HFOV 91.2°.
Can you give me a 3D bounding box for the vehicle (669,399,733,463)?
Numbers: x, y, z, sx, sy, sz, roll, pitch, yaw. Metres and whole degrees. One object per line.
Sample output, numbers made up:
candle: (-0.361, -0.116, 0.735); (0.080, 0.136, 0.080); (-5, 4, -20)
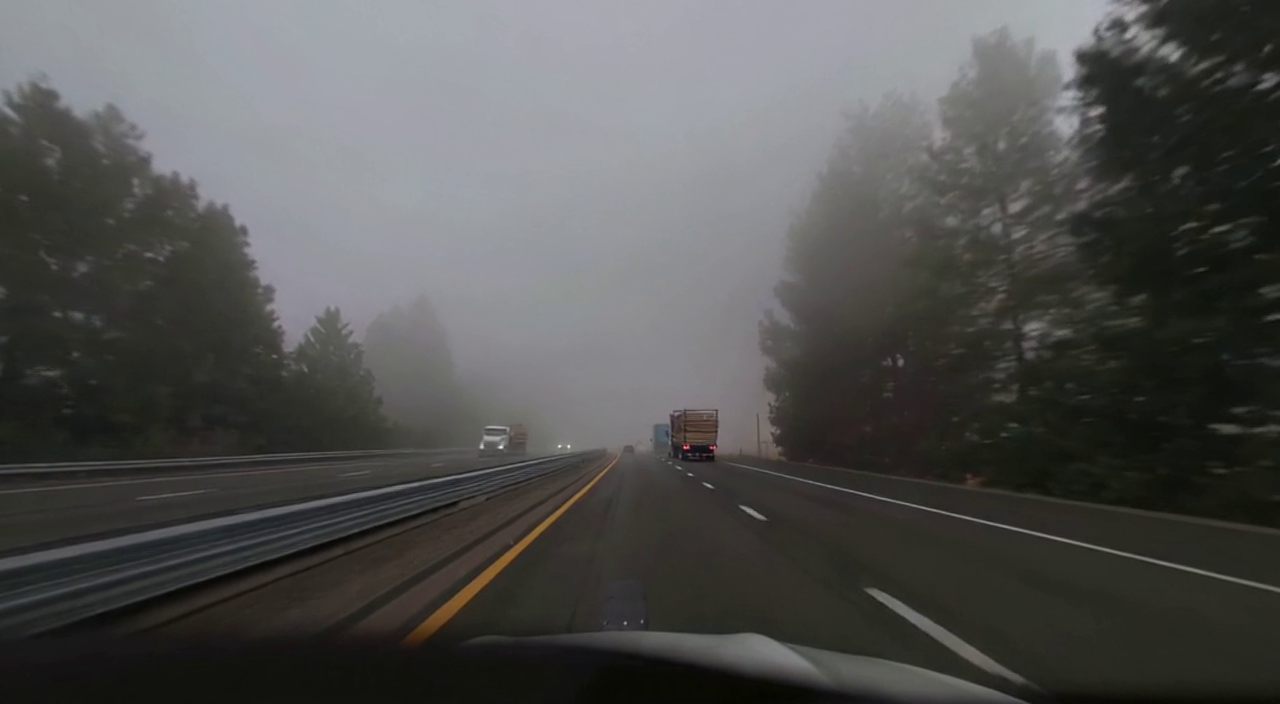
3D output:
vehicle: (3.942, 5.720, 44.339); (3.278, 3.788, 13.133); (0, -8, 0)
